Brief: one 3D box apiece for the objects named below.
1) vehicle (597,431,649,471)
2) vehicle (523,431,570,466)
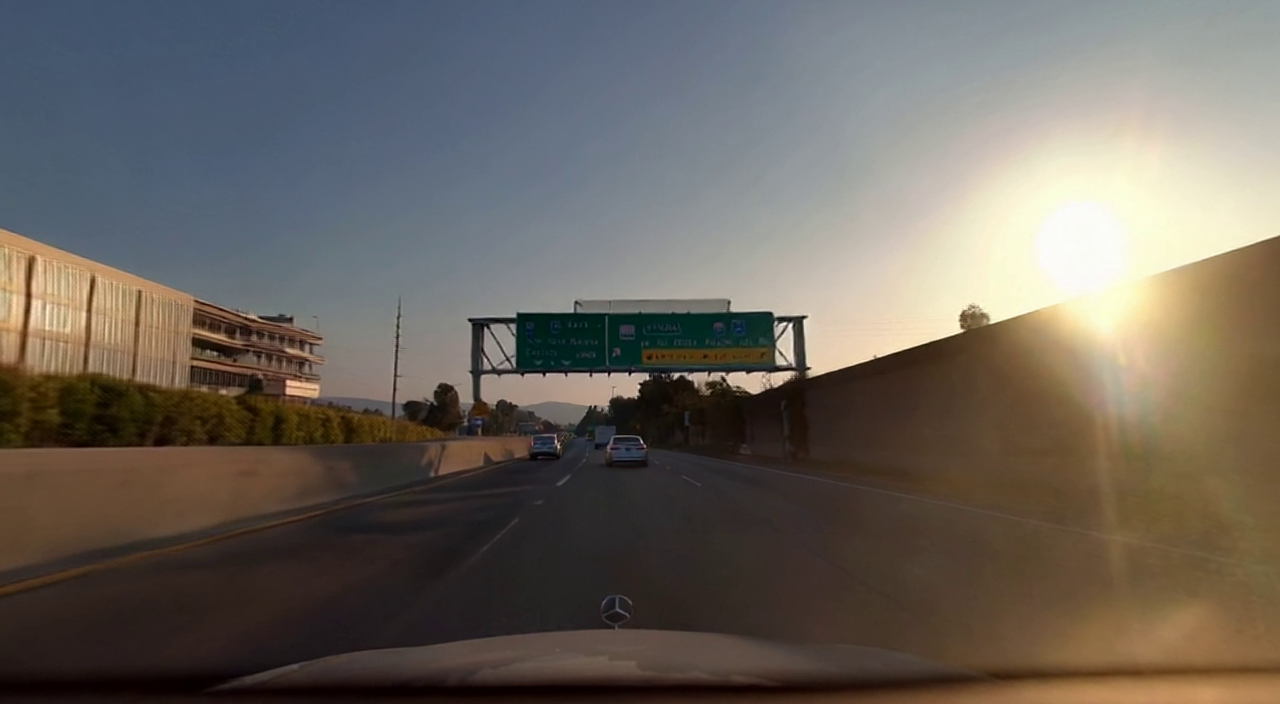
[{"bbox_3d":[-0.815,4.289,27.510,2.078,1.608,3.982,0,-8,-4],"label":"vehicle"},{"bbox_3d":[-4.957,5.147,33.803,2.080,1.733,4.410,0,-8,-3],"label":"vehicle"}]
